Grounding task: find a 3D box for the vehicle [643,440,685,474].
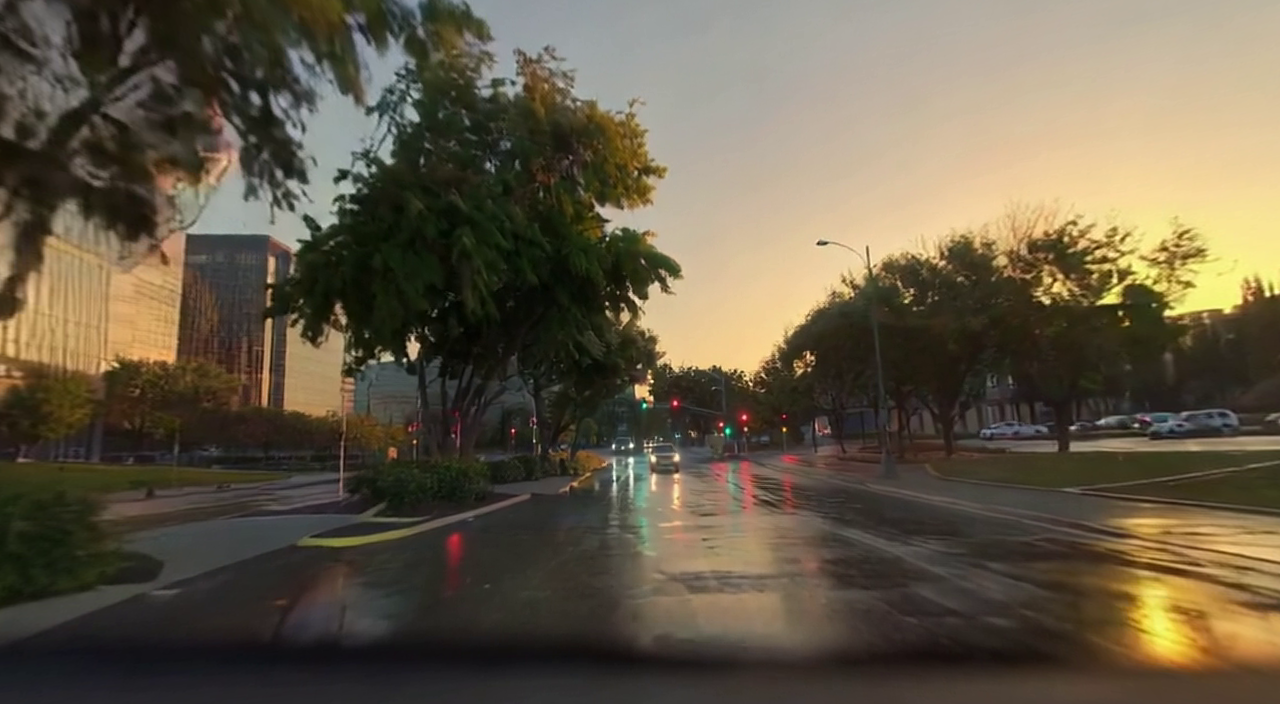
[{"bbox_3d":[1.277,5.561,33.555,2.092,1.660,4.319,0,-9,2],"label":"vehicle"}]
